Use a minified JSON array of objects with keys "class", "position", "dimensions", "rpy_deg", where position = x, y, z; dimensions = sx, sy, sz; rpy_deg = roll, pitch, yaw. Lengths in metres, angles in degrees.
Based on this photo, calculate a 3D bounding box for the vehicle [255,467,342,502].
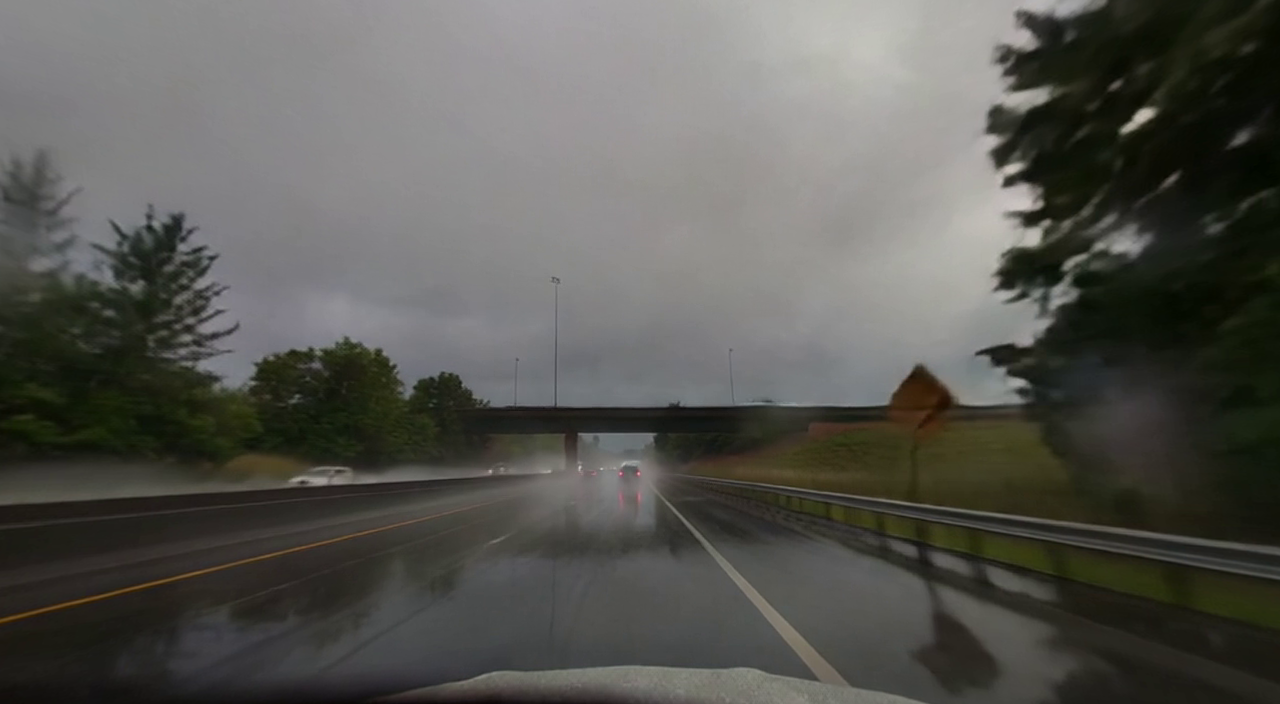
[{"class":"vehicle","position":[-17.081,6.619,31.765],"dimensions":[1.964,1.590,4.242],"rpy_deg":[1,-11,0]}]
